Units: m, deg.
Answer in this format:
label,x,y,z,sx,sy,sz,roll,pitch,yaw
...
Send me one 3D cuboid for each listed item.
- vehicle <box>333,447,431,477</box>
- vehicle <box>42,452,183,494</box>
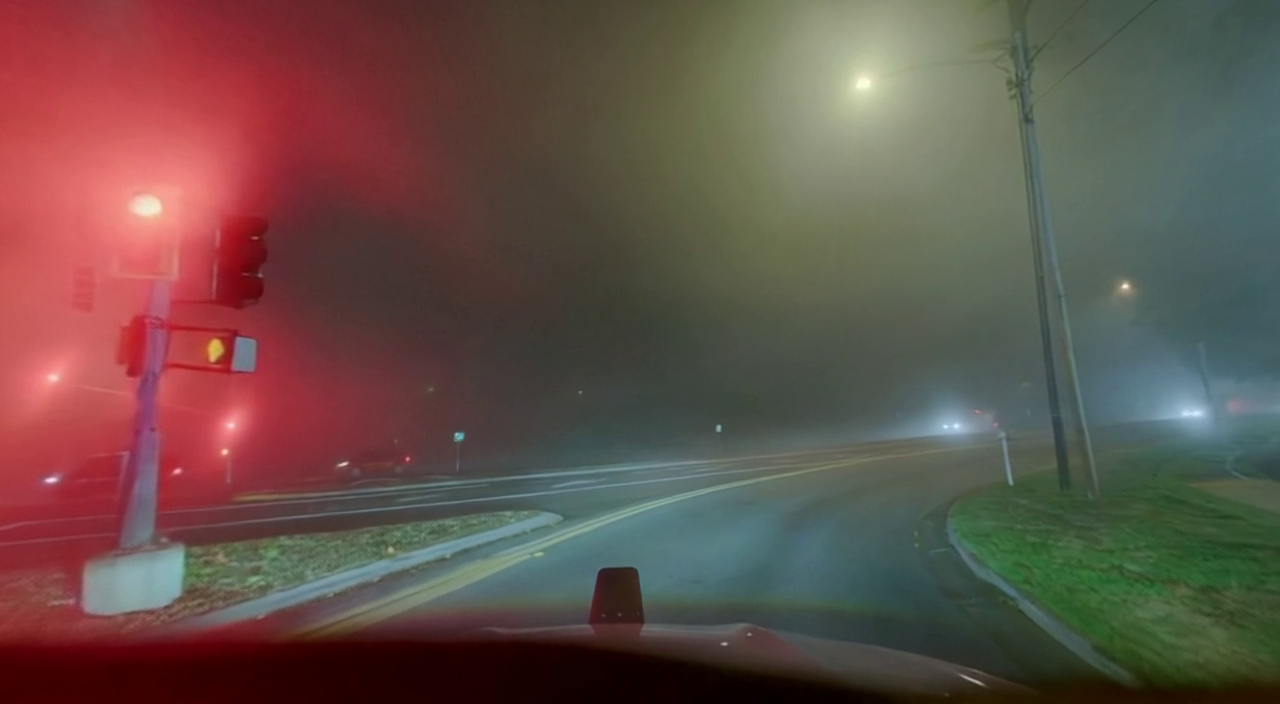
label,x,y,z,sx,sy,sz,roll,pitch,yaw
vehicle,-13.901,5.905,34.085,1.811,1.444,4.527,-9,-12,44
vehicle,-24.800,5.630,29.732,4.782,1.776,2.118,8,-12,-44
